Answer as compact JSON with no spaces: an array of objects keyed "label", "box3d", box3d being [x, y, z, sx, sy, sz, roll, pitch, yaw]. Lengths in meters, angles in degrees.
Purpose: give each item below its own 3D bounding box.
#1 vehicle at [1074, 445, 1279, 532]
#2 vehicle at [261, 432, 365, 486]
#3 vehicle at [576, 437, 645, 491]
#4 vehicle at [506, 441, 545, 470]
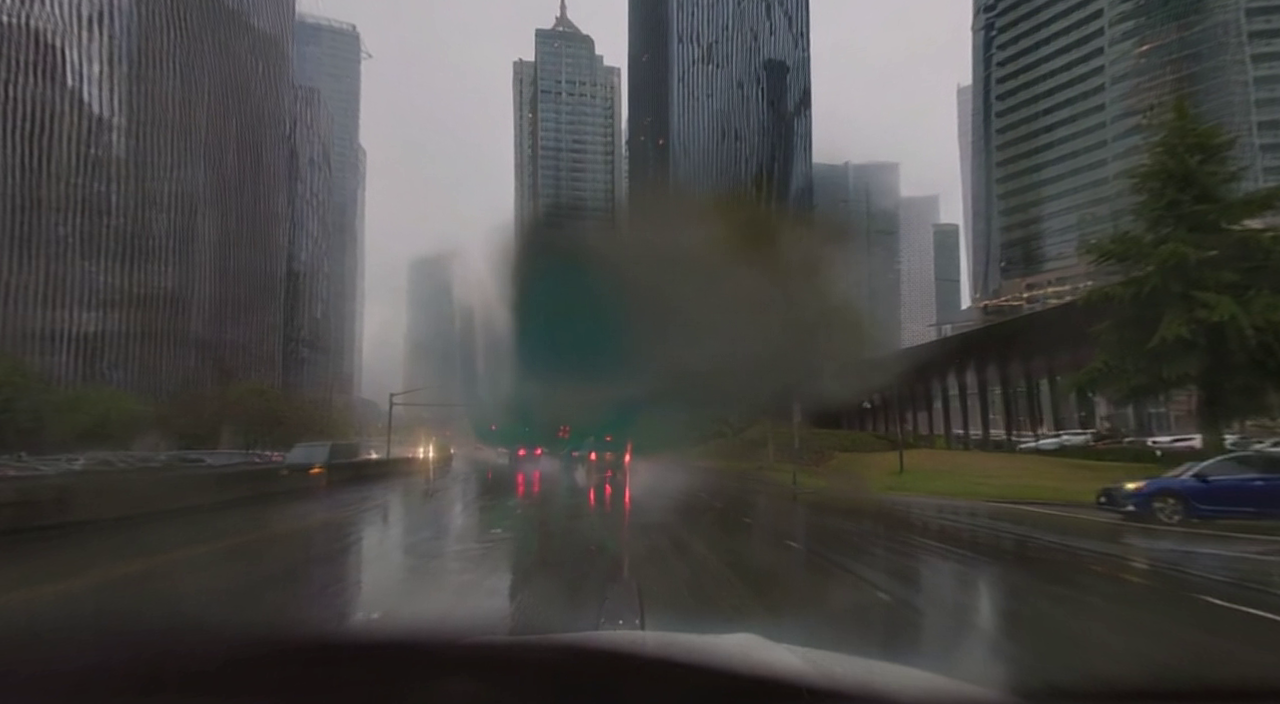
[{"label":"vehicle","box3d":[11.573,2.577,12.202,4.645,1.505,2.100,-1,-9,9]},{"label":"vehicle","box3d":[-14.167,4.837,27.743,2.334,1.945,5.298,6,-13,-9]},{"label":"vehicle","box3d":[-0.967,3.865,22.147,2.183,1.675,4.319,0,-9,-1]},{"label":"vehicle","box3d":[-7.313,6.542,40.063,2.121,1.728,4.161,2,-9,-14]}]
